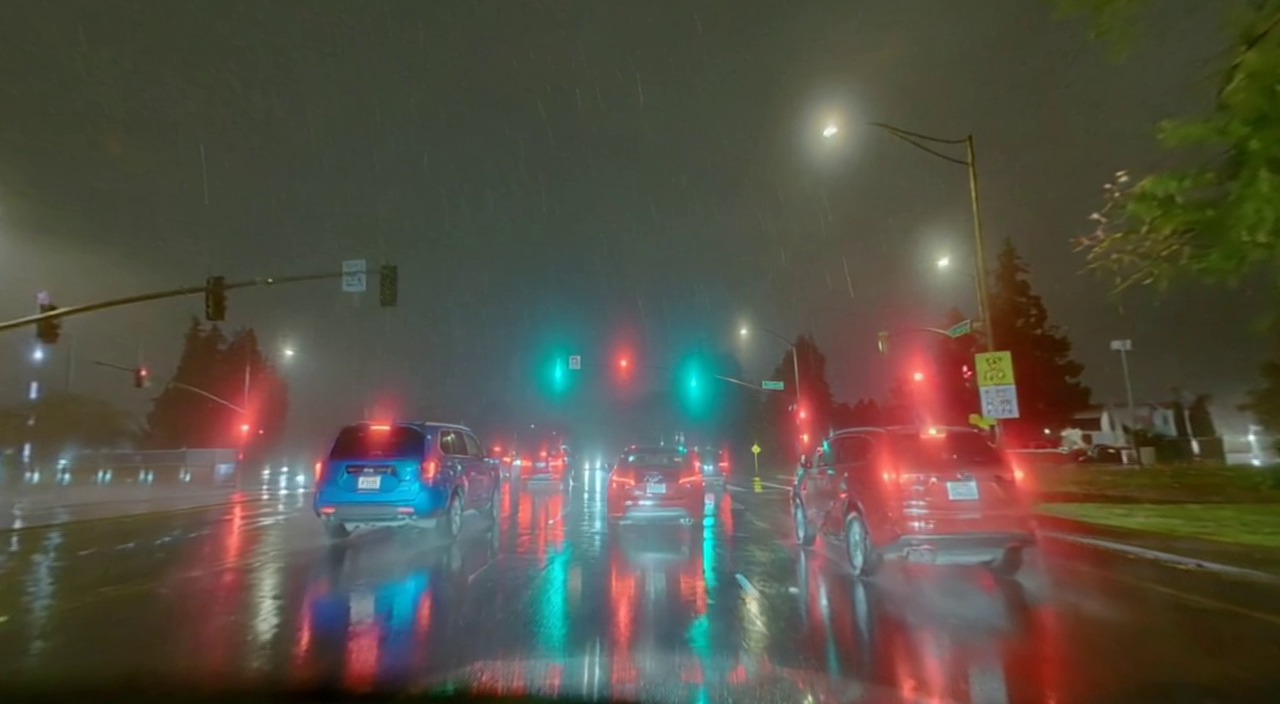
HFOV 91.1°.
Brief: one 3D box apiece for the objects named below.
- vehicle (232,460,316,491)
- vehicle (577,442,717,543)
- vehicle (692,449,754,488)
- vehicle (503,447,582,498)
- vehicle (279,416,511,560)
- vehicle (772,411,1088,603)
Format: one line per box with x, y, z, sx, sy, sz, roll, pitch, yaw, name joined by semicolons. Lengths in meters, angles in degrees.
-22.600;7.587;38.783;4.931;1.736;1.969;-5;-10;26;vehicle
0.056;2.361;11.216;2.051;1.460;3.932;0;-9;-1;vehicle
3.366;4.826;26.394;2.038;1.476;4.356;0;-9;1;vehicle
-3.148;3.955;21.036;1.868;1.516;4.114;0;-9;2;vehicle
-3.495;2.014;10.006;1.889;1.767;4.289;0;-9;1;vehicle
3.138;1.763;8.082;1.880;1.747;4.500;0;-9;0;vehicle
